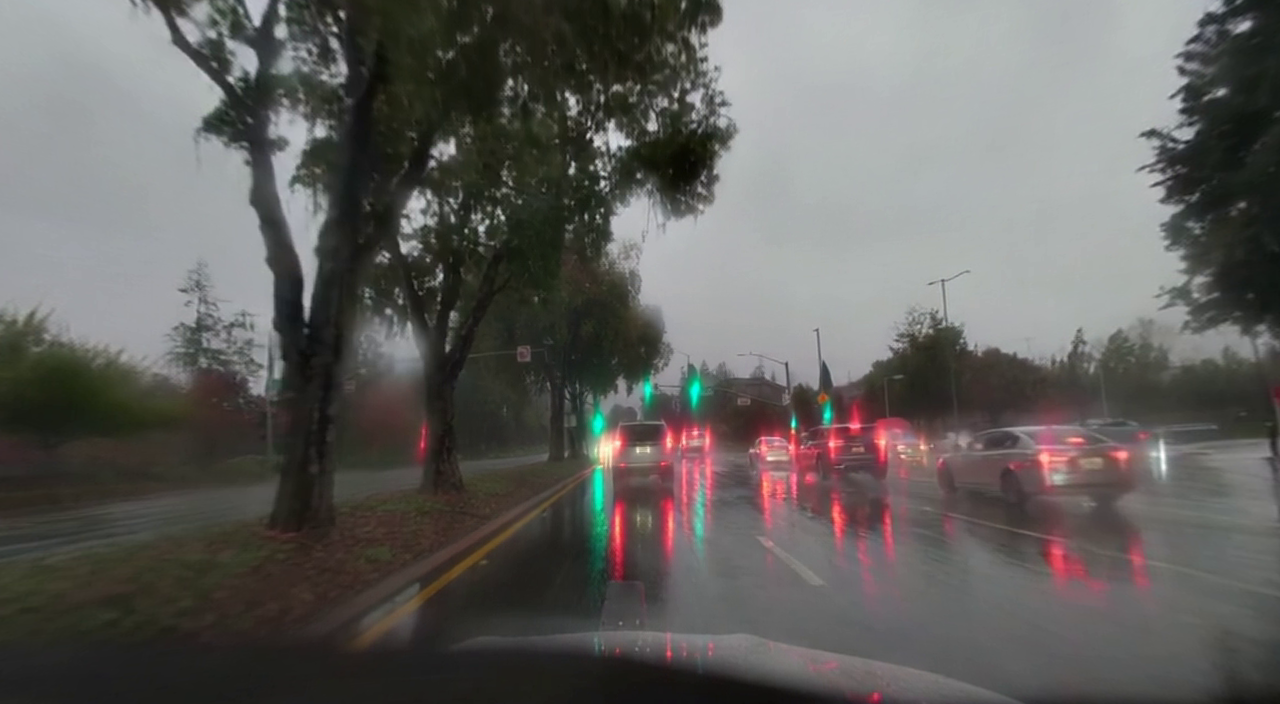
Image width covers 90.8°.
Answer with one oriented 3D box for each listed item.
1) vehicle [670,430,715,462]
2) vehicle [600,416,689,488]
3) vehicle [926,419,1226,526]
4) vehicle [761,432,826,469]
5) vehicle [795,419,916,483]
[{"bbox_3d":[3.224,5.882,39.549,2.388,1.833,4.506,0,-9,-1],"label":"vehicle"},{"bbox_3d":[0.116,2.988,18.950,2.353,1.894,4.122,0,-9,0],"label":"vehicle"},{"bbox_3d":[7.353,2.094,11.508,2.004,1.504,4.836,0,-9,0],"label":"vehicle"},{"bbox_3d":[7.318,4.736,30.534,2.025,1.642,4.189,0,-9,0],"label":"vehicle"},{"bbox_3d":[7.066,3.352,21.500,2.251,1.873,5.346,0,-9,0],"label":"vehicle"}]
